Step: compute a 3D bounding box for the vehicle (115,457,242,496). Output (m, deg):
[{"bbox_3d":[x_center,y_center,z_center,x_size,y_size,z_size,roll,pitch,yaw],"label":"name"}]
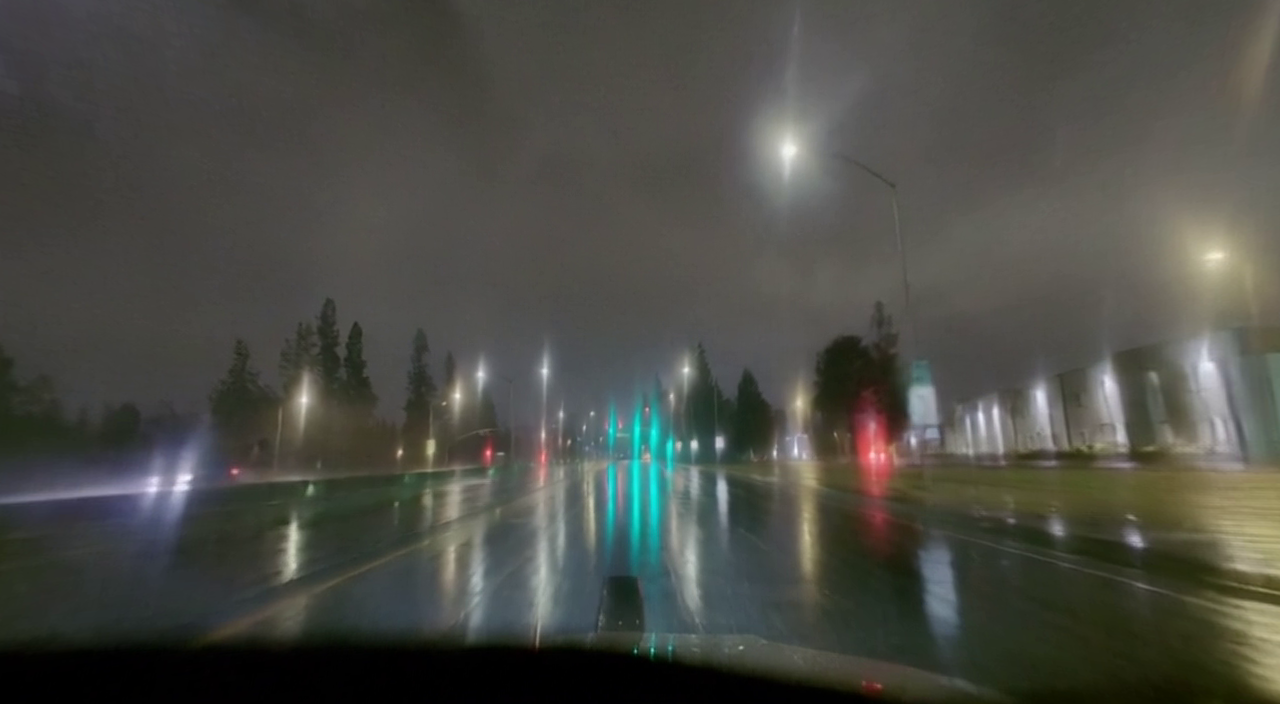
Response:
[{"bbox_3d":[-19.155,5.170,26.541,1.790,1.453,4.618,0,-10,0],"label":"vehicle"}]
